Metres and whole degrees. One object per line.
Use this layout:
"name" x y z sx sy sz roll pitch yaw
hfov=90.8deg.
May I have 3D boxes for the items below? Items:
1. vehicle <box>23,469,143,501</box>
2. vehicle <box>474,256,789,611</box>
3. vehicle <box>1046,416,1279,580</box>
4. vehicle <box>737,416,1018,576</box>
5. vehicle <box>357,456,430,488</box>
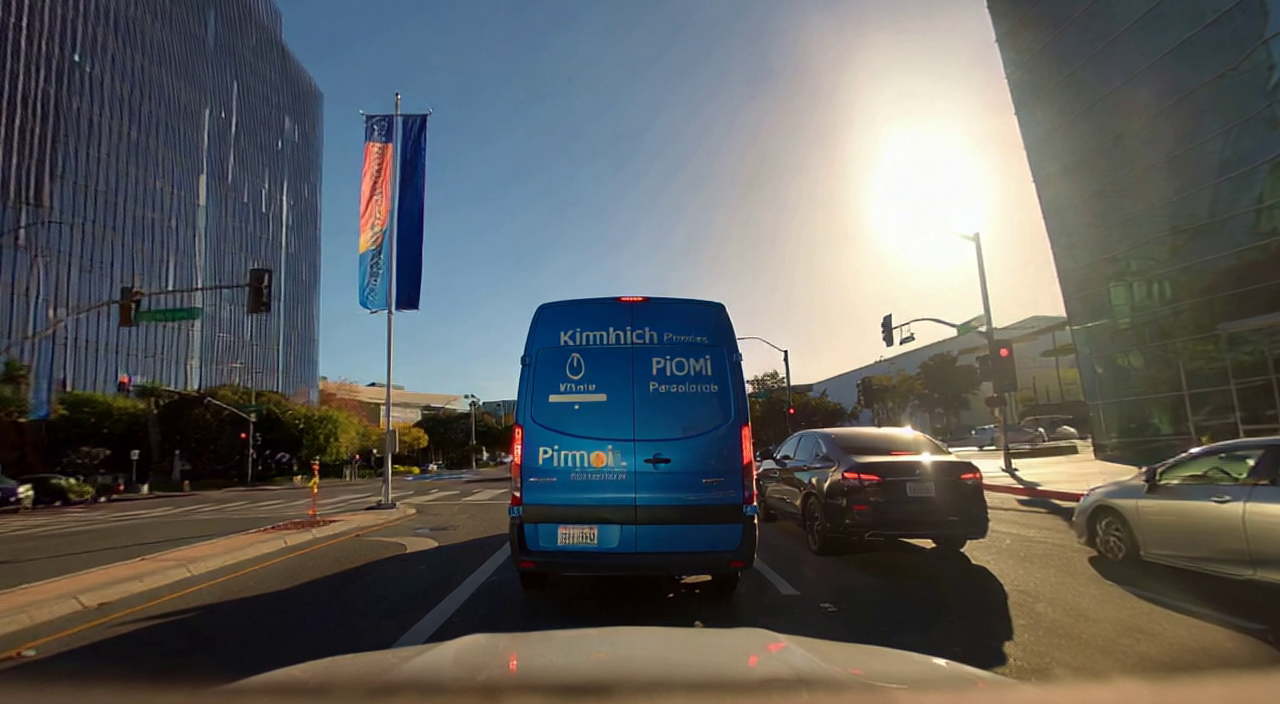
"vehicle" -31.103 7.434 35.398 4.806 1.652 1.869 0 -8 -2
"vehicle" -0.023 1.182 9.085 2.613 3.035 7.342 0 -8 1
"vehicle" 7.510 1.577 7.021 1.963 1.669 4.678 3 -9 -20
"vehicle" 2.879 1.865 9.043 2.183 1.676 4.506 0 -8 -1
"vehicle" -15.701 7.626 40.474 1.997 1.806 4.630 -2 -9 14
